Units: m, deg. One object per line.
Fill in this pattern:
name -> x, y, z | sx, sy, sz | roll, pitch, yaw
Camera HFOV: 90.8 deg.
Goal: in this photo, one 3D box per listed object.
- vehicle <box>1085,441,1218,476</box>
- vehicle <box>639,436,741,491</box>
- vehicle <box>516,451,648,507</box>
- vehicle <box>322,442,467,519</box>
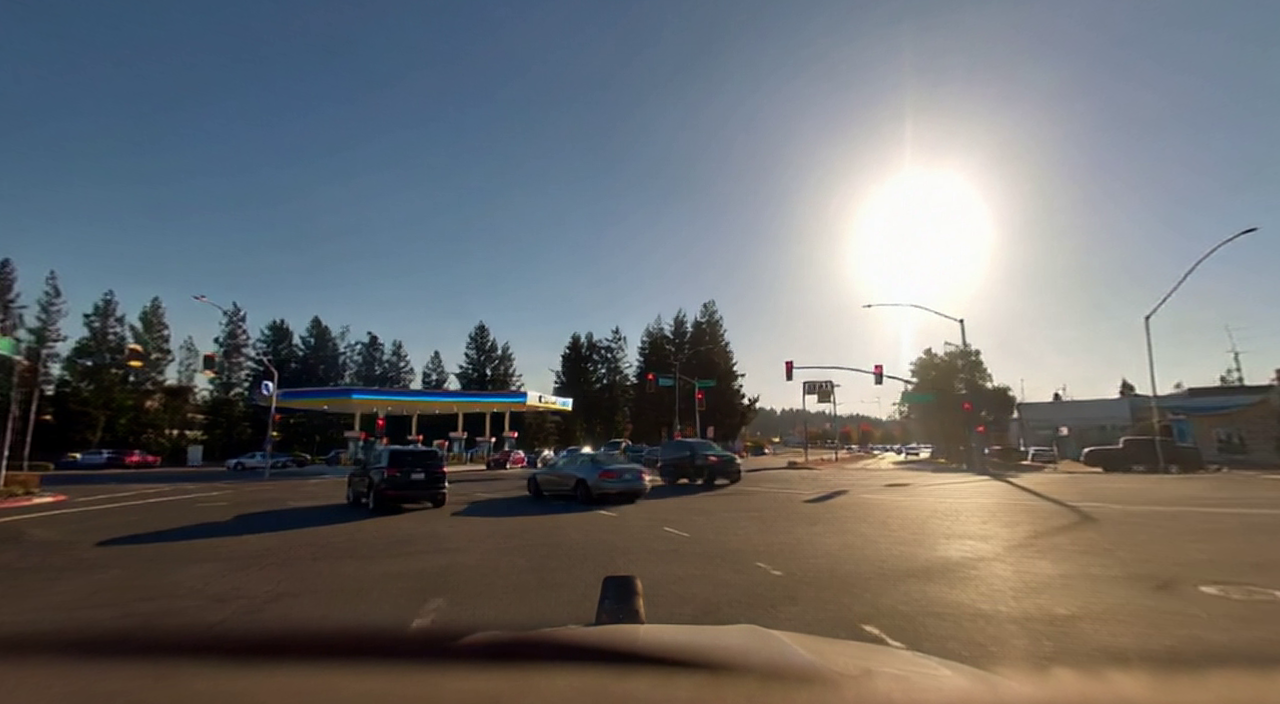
vehicle -> 27.250, 5.689, 33.899 | 4.952, 1.745, 2.184 | -3, -9, 17
vehicle -> 1.727, 4.136, 23.694 | 2.016, 1.828, 4.503 | 3, -10, -21
vehicle -> -1.872, 3.719, 19.052 | 1.965, 1.460, 4.581 | 6, -11, -34
vehicle -> -6.798, 3.364, 17.177 | 2.351, 1.733, 4.616 | 6, -10, -38
